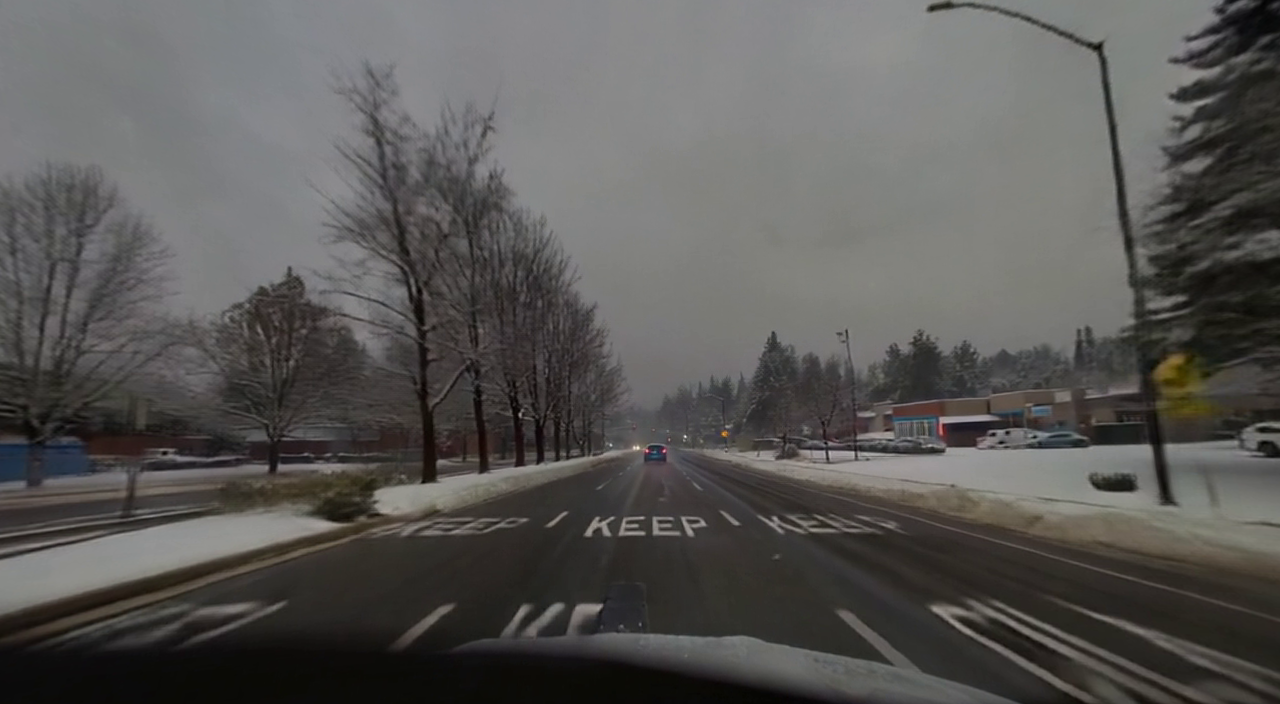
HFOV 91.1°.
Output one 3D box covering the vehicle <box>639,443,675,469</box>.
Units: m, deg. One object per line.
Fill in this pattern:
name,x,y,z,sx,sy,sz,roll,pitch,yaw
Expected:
vehicle,1.052,6.594,40.002,2.144,1.505,4.128,0,-9,0
